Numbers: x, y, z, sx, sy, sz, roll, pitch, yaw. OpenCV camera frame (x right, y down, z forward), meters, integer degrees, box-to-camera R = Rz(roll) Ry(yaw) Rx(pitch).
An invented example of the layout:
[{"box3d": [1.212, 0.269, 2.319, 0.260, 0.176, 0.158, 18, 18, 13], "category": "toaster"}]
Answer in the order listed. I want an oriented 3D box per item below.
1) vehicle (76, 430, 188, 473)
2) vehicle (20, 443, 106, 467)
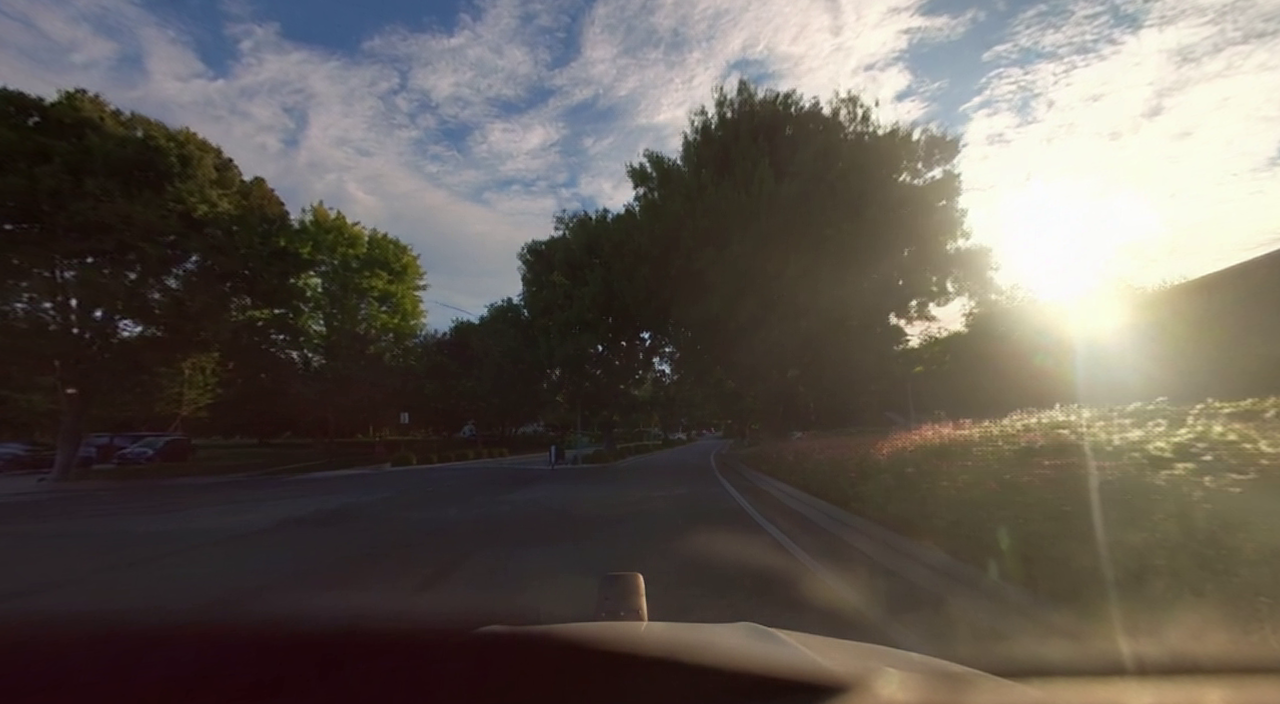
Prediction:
[{"box3d": [-28.202, 5.493, 35.152, 4.733, 1.892, 1.939, -4, -4, 2], "category": "vehicle"}, {"box3d": [-39.519, 7.046, 43.306, 4.258, 1.584, 1.843, -1, -9, 5], "category": "vehicle"}]
